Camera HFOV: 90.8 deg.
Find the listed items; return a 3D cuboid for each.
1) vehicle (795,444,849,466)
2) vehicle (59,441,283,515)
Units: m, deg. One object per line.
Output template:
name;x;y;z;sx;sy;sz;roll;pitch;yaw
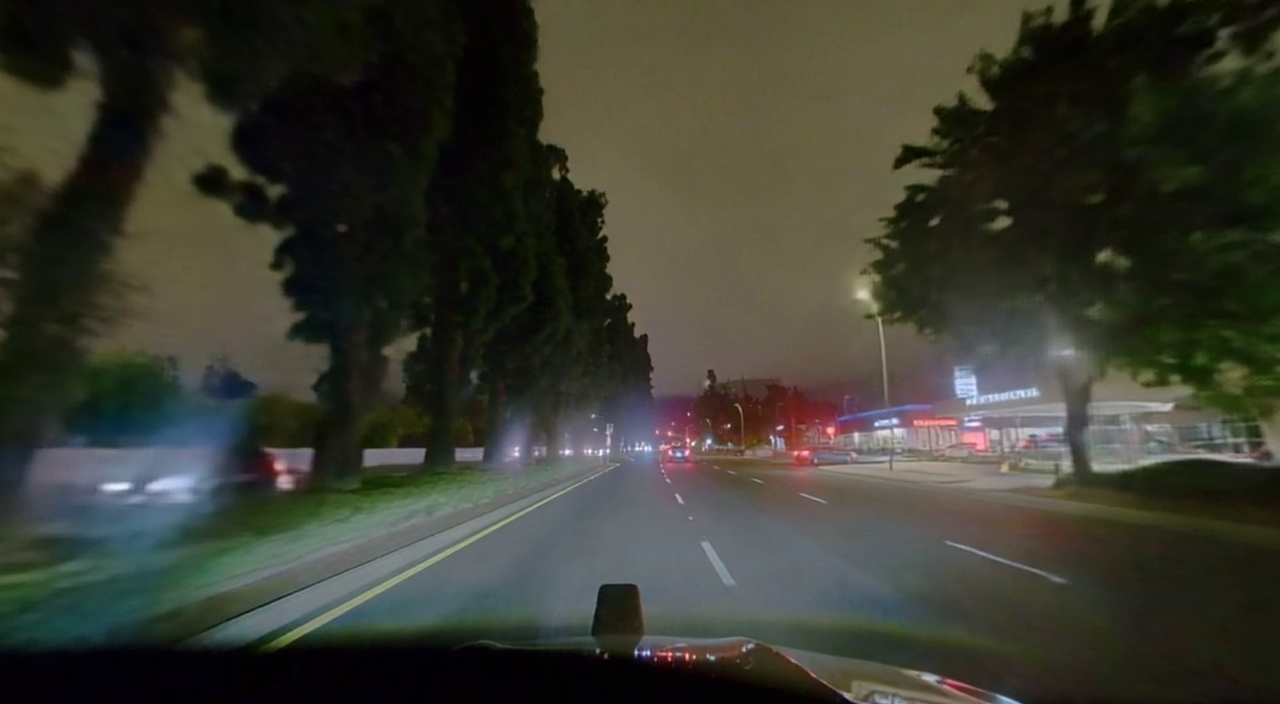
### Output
vehicle;14.213;7.971;49.176;4.319;1.624;1.988;7;-11;-41
vehicle;-10.590;2.835;14.812;1.930;1.449;4.361;0;-8;-1
